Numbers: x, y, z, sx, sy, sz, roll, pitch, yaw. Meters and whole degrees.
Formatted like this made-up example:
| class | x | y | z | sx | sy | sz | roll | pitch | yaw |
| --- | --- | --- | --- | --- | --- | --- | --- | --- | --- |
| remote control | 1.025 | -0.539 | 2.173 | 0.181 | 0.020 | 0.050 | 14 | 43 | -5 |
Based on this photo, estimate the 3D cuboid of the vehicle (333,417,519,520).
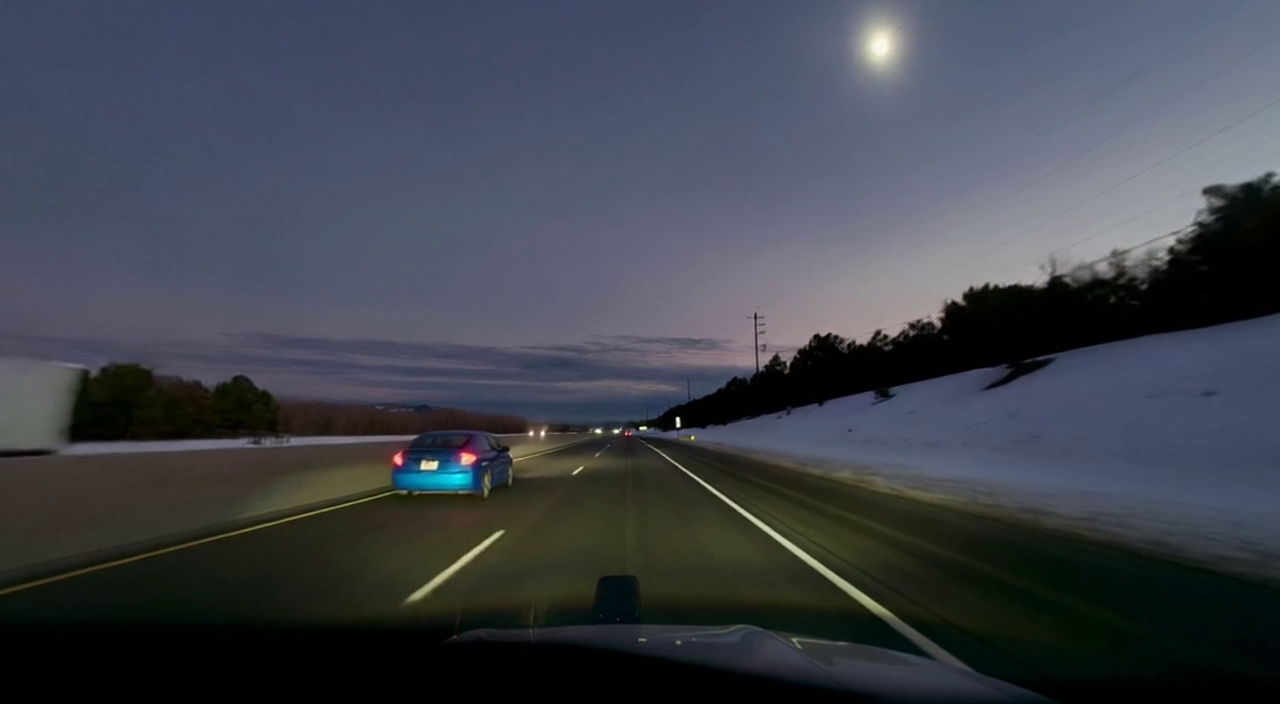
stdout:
| class | x | y | z | sx | sy | sz | roll | pitch | yaw |
| --- | --- | --- | --- | --- | --- | --- | --- | --- | --- |
| vehicle | -3.606 | 2.018 | 11.491 | 1.999 | 1.536 | 3.969 | 0 | -8 | 0 |
